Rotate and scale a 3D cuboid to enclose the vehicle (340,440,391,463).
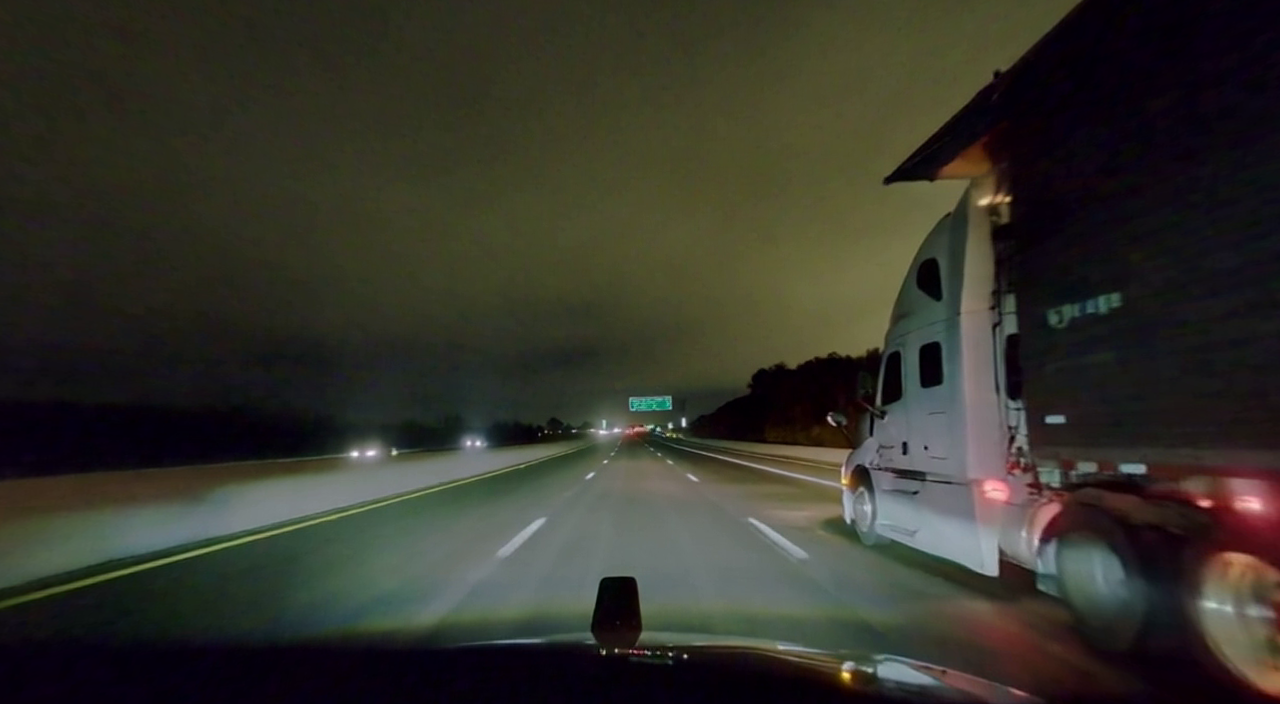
[{"bbox_3d":[-19.264,6.958,44.309,1.821,1.538,3.824,0,-8,0],"label":"vehicle"}]
